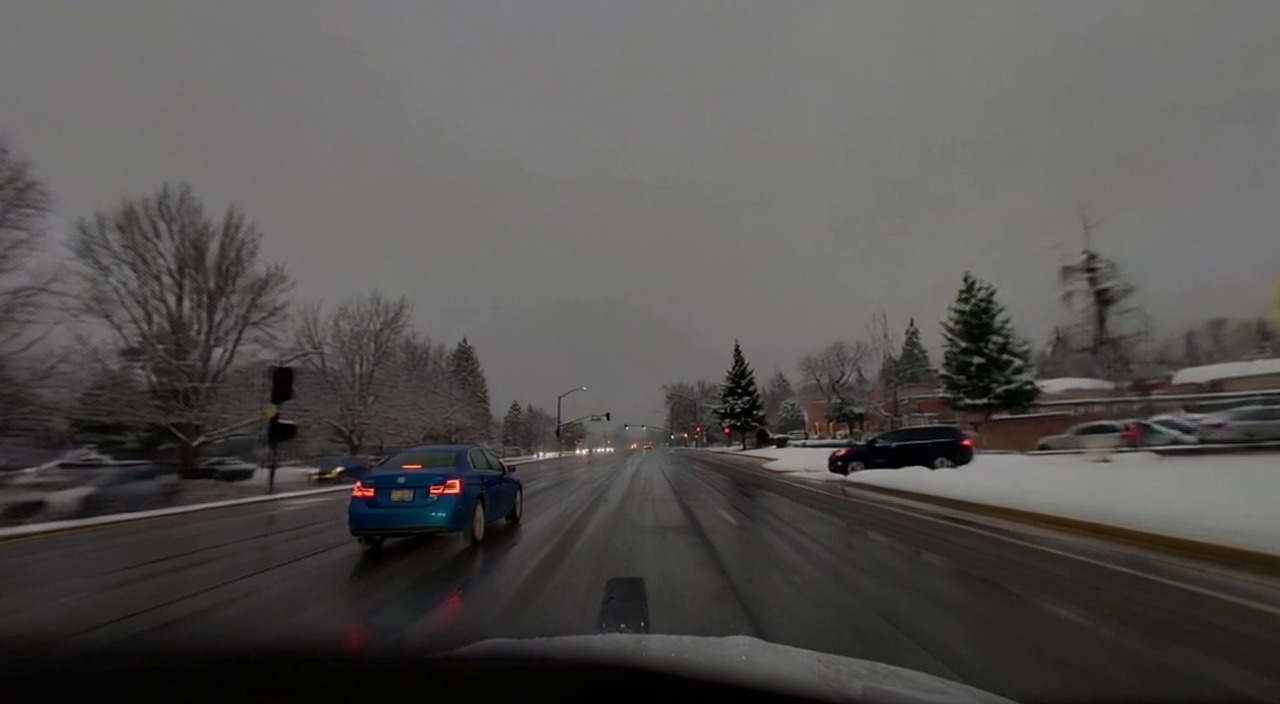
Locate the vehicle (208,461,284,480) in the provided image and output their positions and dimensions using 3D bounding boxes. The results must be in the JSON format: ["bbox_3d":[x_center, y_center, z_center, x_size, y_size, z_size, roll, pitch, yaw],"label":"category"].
[{"bbox_3d":[-30.875,9.300,49.436,4.737,1.375,1.926,-1,-8,3],"label":"vehicle"}]

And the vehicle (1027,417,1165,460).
[{"bbox_3d":[17.162,3.333,24.050,1.966,1.451,4.297,0,-9,-1],"label":"vehicle"}]

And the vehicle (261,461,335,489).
[{"bbox_3d":[-20.168,7.256,37.427,1.757,1.449,4.416,-1,-9,3],"label":"vehicle"}]

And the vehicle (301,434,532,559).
[{"bbox_3d":[-3.080,2.079,9.855,1.924,1.480,4.421,-1,-9,1],"label":"vehicle"}]

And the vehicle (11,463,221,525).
[{"bbox_3d":[-14.525,3.937,17.936,1.964,1.376,4.627,-1,-9,0],"label":"vehicle"}]

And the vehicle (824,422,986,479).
[{"bbox_3d":[8.567,3.256,20.844,4.511,1.720,2.131,-2,-8,11],"label":"vehicle"}]

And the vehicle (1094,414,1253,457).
[{"bbox_3d":[19.999,3.217,23.972,1.857,1.471,4.717,0,-9,-1],"label":"vehicle"}]
